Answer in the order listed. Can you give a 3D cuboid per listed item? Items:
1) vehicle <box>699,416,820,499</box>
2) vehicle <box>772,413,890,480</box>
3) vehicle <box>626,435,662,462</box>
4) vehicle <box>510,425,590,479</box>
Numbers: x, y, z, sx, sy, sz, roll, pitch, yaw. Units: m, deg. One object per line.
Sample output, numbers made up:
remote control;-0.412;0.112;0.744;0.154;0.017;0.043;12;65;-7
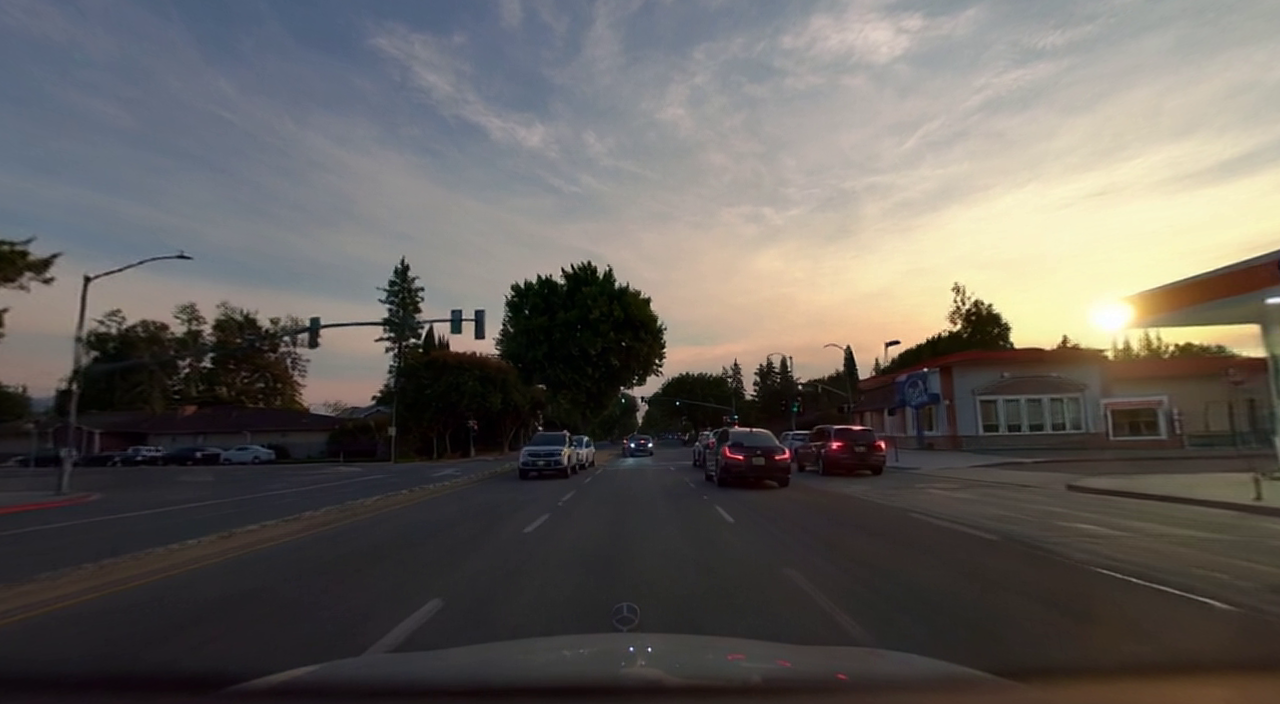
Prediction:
vehicle;2.851;2.674;16.290;2.140;1.800;4.660;0;-8;0
vehicle;6.913;3.532;23.742;2.510;2.176;5.527;0;-8;-2
vehicle;0.203;6.142;40.304;2.131;1.665;3.926;0;-8;-2
vehicle;-3.239;3.714;23.706;2.261;1.820;4.255;0;-8;2
